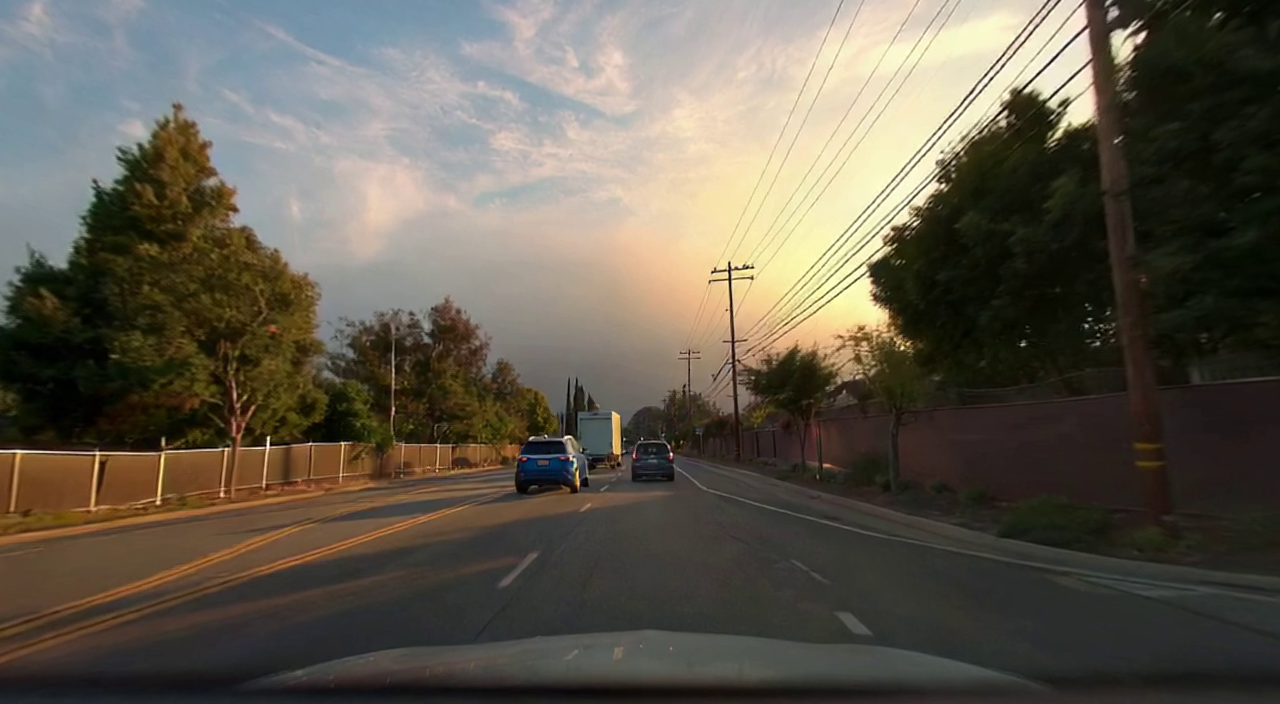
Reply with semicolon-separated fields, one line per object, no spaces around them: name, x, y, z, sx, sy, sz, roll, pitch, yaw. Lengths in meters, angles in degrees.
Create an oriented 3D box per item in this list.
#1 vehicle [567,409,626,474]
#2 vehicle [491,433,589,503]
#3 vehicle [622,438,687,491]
vehicle;-2.567;5.868;40.825;2.928;3.658;10.953;0;-9;1
vehicle;-2.873;3.463;19.155;2.093;1.832;4.508;0;-9;2
vehicle;0.509;4.109;23.289;2.174;1.749;4.113;0;-9;0
